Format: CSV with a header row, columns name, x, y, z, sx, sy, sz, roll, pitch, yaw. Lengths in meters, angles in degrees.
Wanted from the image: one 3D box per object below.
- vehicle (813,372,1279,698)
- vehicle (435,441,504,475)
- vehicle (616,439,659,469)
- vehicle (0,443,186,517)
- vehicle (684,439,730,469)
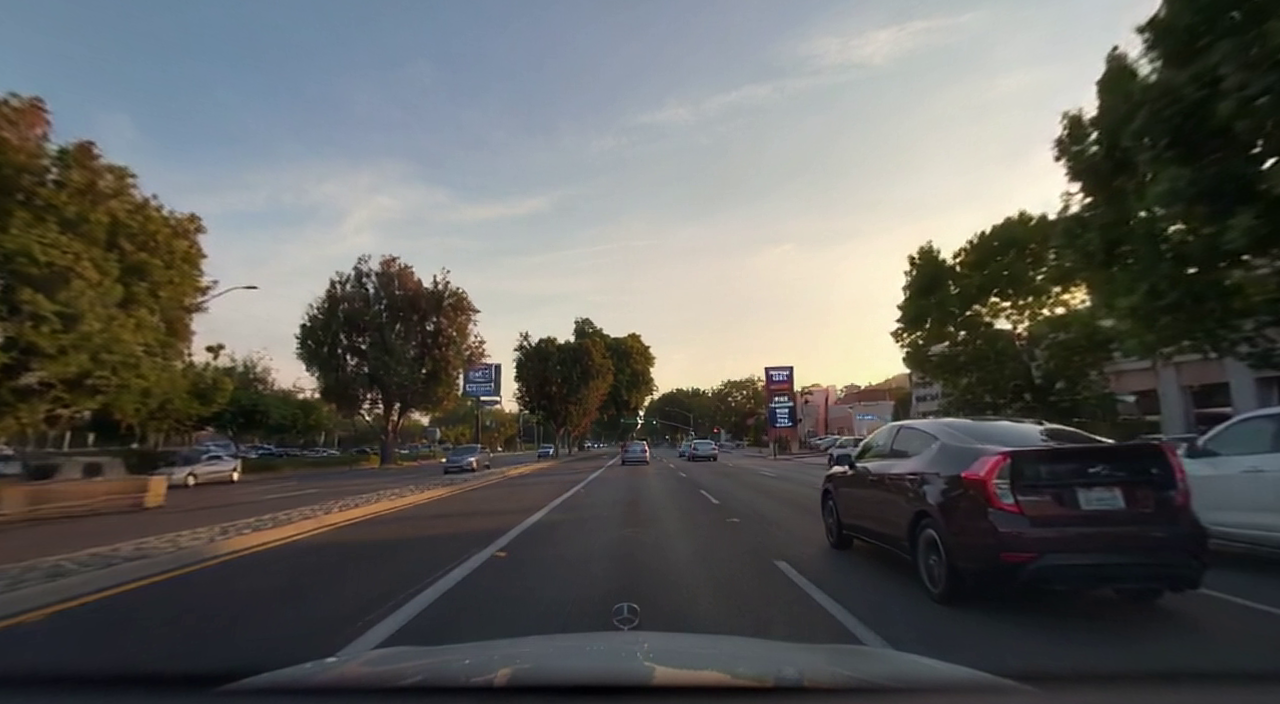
name,x,y,z,sx,sy,sz,roll,pitch,yaw
vehicle,3.148,1.235,5.440,2.022,1.643,4.326,0,-8,-1
vehicle,-8.214,5.148,30.938,2.062,1.499,4.528,0,-8,1
vehicle,-0.114,5.328,33.228,2.135,1.468,4.076,0,-8,0
vehicle,-14.660,3.254,16.634,1.963,1.627,4.602,-1,-8,0
vehicle,3.448,5.307,33.116,1.889,1.473,4.303,0,-8,-1
